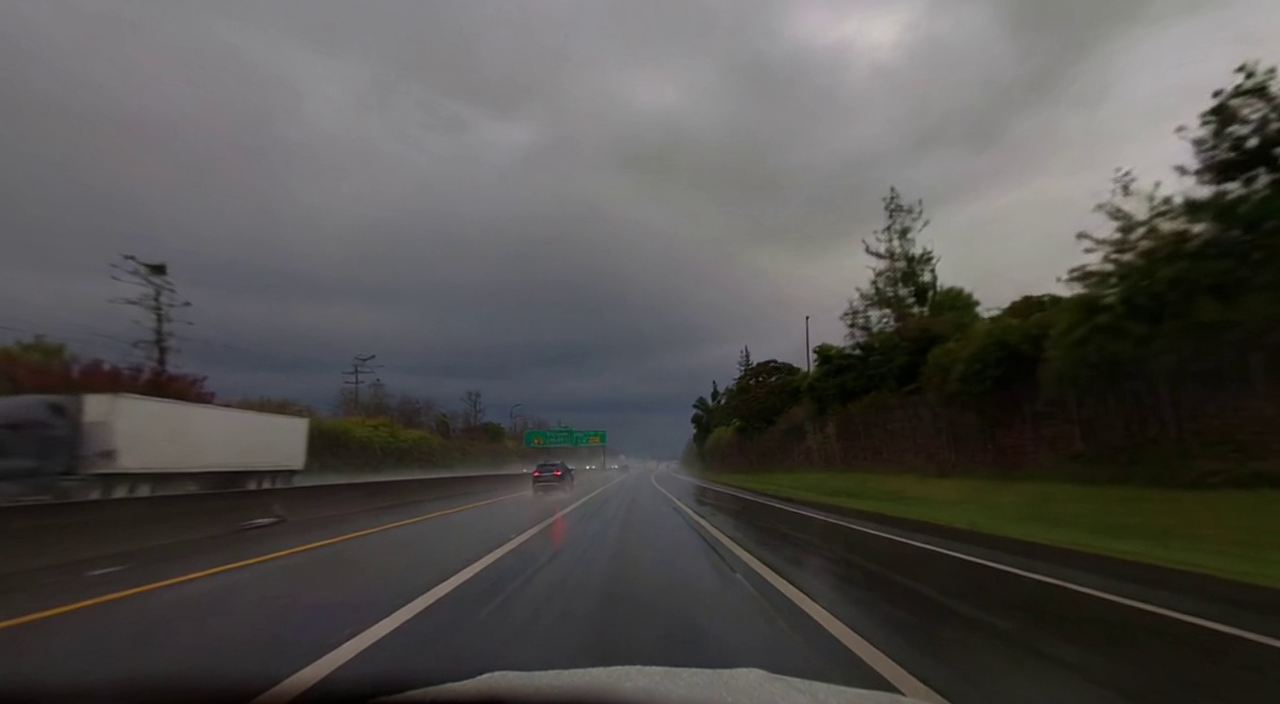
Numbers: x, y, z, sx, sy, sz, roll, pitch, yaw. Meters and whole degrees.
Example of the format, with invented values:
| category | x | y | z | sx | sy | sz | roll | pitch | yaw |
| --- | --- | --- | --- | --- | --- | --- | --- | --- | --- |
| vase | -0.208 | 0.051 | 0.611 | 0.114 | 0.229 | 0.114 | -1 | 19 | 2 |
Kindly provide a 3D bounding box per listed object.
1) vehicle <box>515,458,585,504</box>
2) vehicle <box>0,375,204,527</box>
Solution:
| category | x | y | z | sx | sy | sz | roll | pitch | yaw |
| --- | --- | --- | --- | --- | --- | --- | --- | --- | --- |
| vehicle | -3.551 | 5.225 | 25.726 | 2.053 | 1.657 | 4.725 | 1 | -10 | 1 |
| vehicle | -17.347 | 2.932 | 18.313 | 2.944 | 3.713 | 8.529 | 1 | -11 | 1 |
